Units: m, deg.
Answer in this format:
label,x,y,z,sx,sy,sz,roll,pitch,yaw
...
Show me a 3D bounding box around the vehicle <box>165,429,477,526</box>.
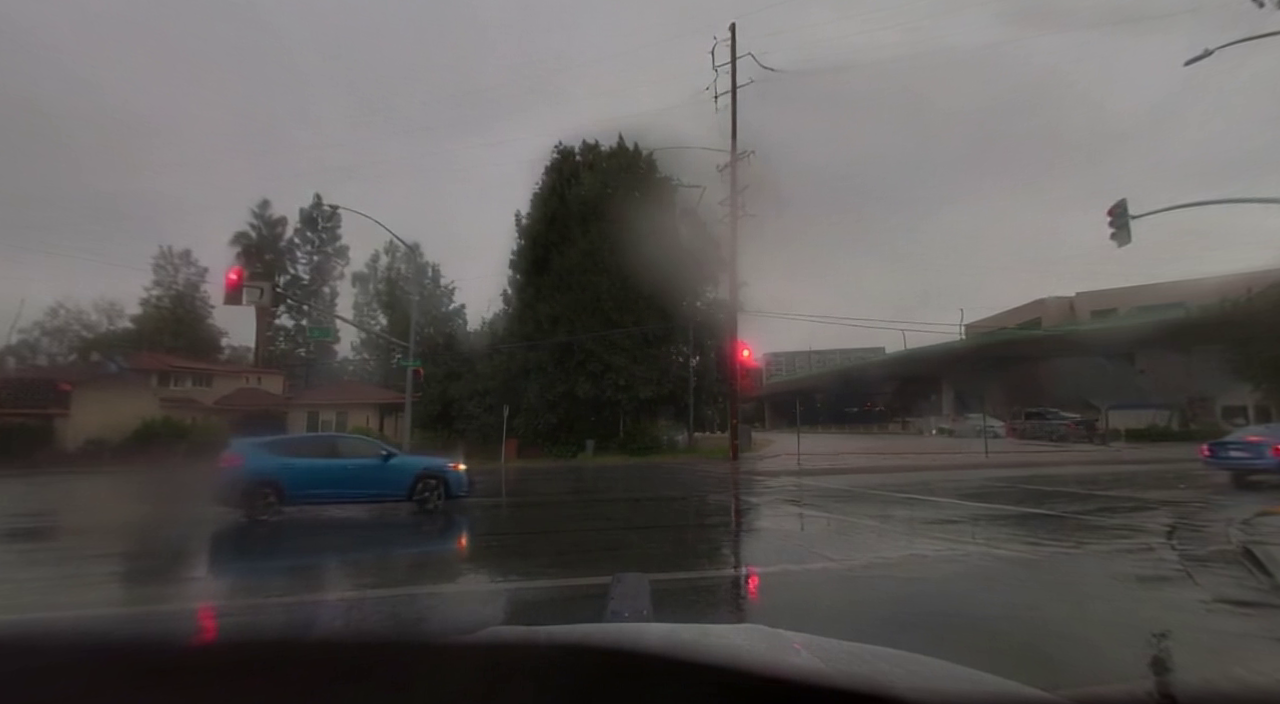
label,x,y,z,sx,sy,sz,roll,pitch,yaw
vehicle,-5.340,2.164,11.342,4.610,1.476,2.021,2,-9,-14
